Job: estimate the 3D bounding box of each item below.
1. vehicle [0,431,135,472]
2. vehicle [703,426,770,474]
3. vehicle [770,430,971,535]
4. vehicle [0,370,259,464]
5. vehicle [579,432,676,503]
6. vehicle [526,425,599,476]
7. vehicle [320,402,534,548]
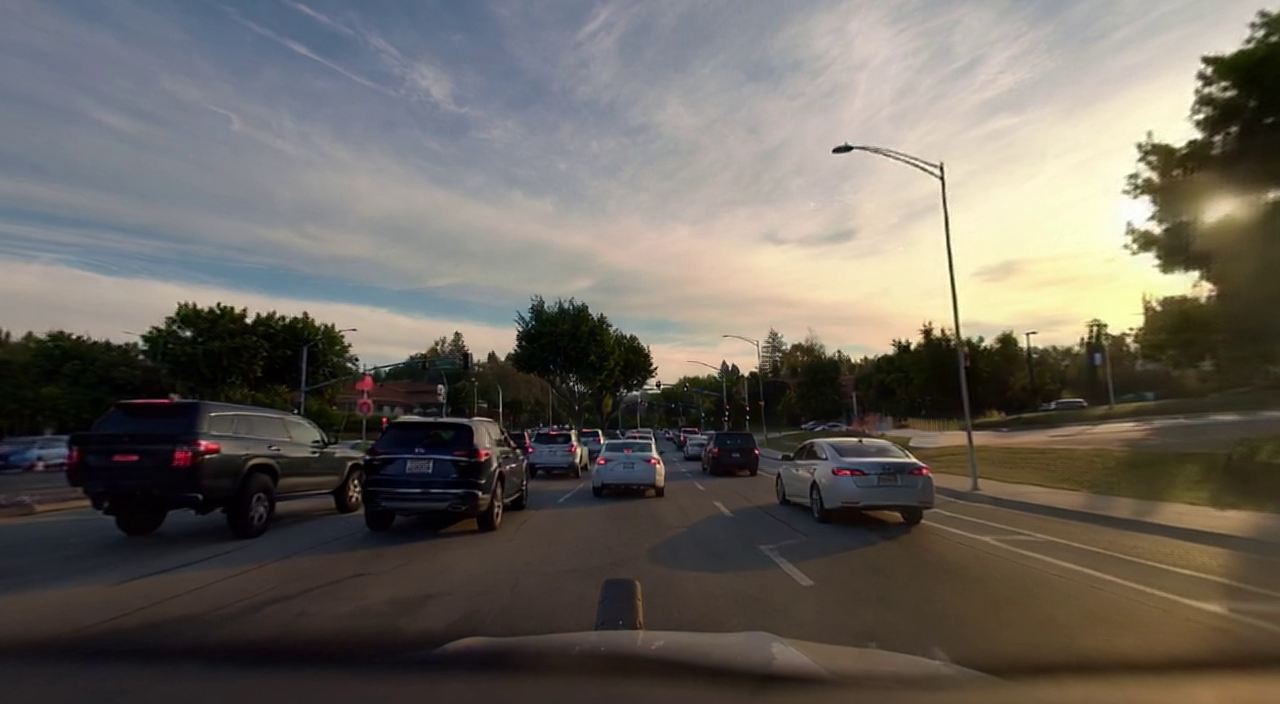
[{"bbox_3d":[-23.513,4.034,25.769,1.865,1.493,4.712,0,-8,1],"label":"vehicle"},{"bbox_3d":[3.946,4.097,26.638,2.099,1.845,4.363,0,-8,0],"label":"vehicle"},{"bbox_3d":[3.669,2.137,10.998,1.884,1.463,4.195,0,-8,0],"label":"vehicle"},{"bbox_3d":[-27.868,3.930,35.447,3.181,4.189,14.107,-1,-8,5],"label":"vehicle"},{"bbox_3d":[-0.254,2.744,15.478,2.030,1.477,4.330,0,-8,0],"label":"vehicle"},{"bbox_3d":[-2.961,3.928,25.331,2.218,1.829,4.492,0,-8,2],"label":"vehicle"},{"bbox_3d":[-3.022,1.878,10.390,2.111,1.745,5.274,1,-8,-5],"label":"vehicle"}]
